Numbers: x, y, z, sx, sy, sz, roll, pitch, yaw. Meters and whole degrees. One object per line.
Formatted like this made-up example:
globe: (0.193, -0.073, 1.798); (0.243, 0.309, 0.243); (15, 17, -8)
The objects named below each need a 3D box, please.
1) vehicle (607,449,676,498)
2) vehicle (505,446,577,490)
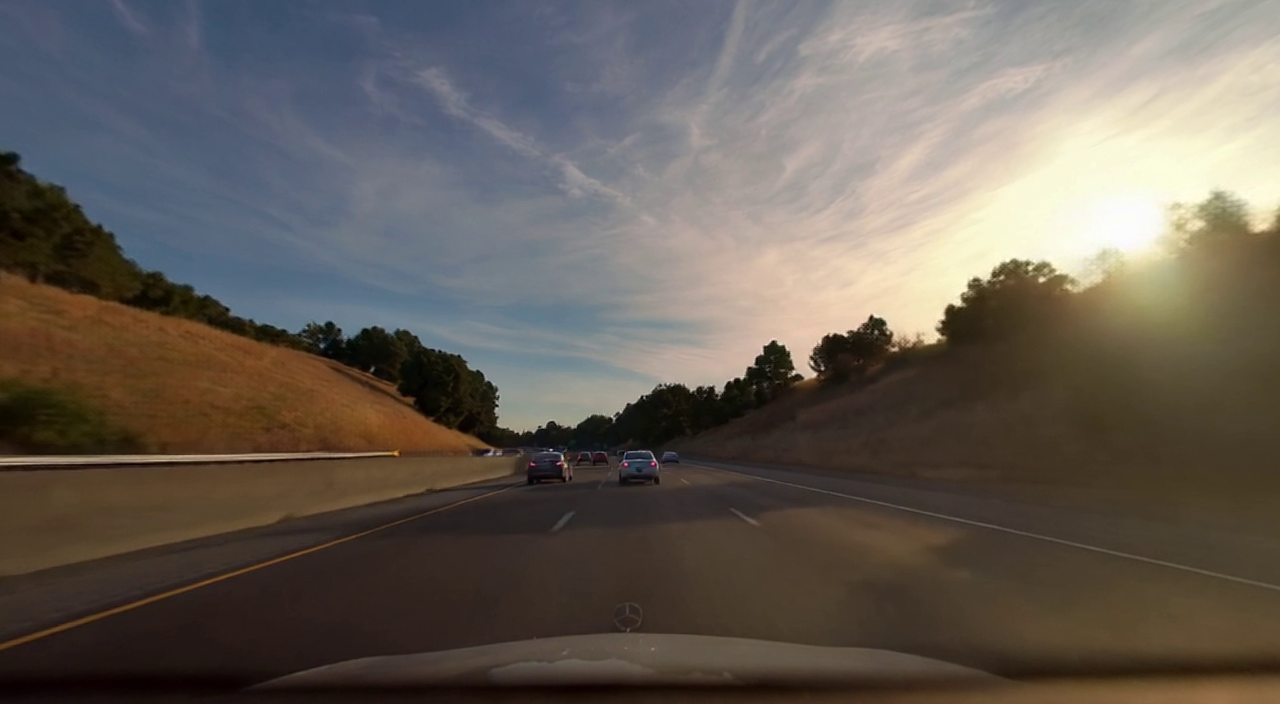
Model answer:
vehicle: (0.017, 3.857, 20.469); (2.023, 1.400, 4.028); (0, -9, -1)
vehicle: (-3.897, 4.655, 25.592); (2.153, 1.581, 4.375); (0, -9, 0)
